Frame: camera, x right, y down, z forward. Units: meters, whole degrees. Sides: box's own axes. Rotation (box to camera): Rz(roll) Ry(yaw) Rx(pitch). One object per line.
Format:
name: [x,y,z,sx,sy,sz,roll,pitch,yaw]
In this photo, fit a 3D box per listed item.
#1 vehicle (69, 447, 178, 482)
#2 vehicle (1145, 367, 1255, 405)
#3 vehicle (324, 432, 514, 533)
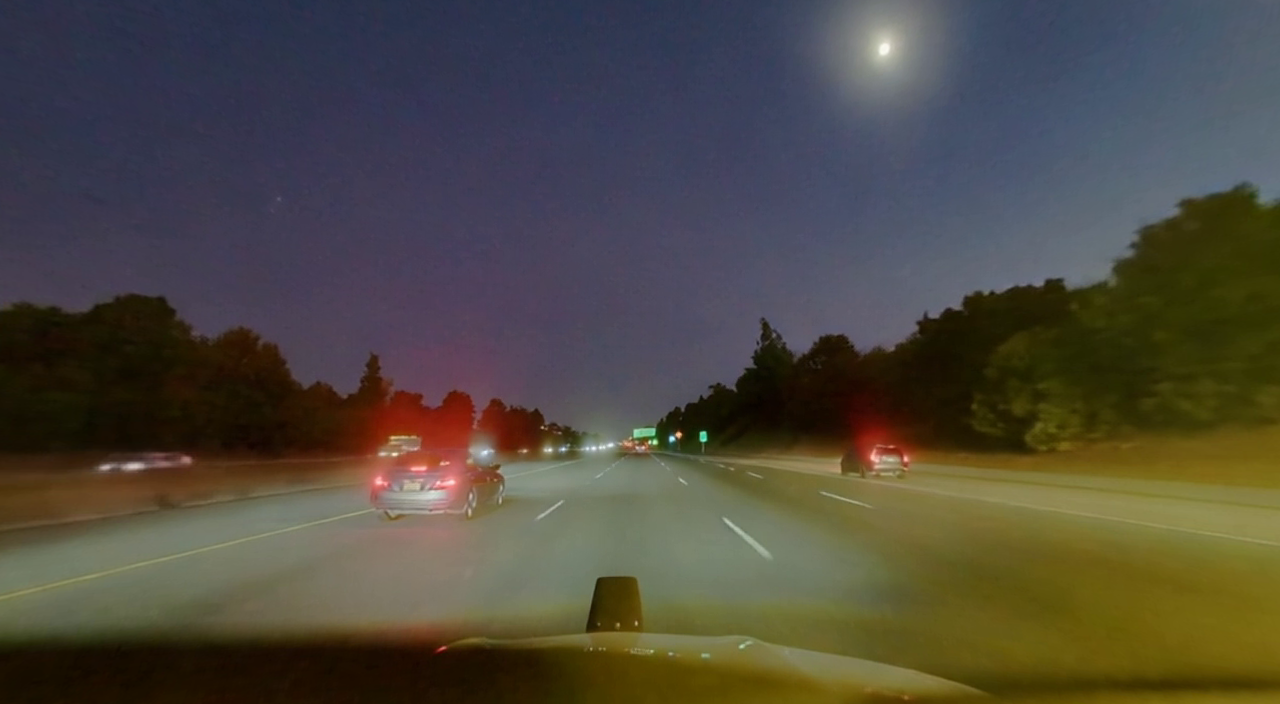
vehicle: [-28.011,6.082,34.502,1.975,1.721,4.697,0,-8,0]
vehicle: [32.432,2.064,36.799,2.014,1.774,4.550,1,-8,-5]
vehicle: [-3.876,2.348,12.030,2.050,1.547,4.266,0,-8,0]
